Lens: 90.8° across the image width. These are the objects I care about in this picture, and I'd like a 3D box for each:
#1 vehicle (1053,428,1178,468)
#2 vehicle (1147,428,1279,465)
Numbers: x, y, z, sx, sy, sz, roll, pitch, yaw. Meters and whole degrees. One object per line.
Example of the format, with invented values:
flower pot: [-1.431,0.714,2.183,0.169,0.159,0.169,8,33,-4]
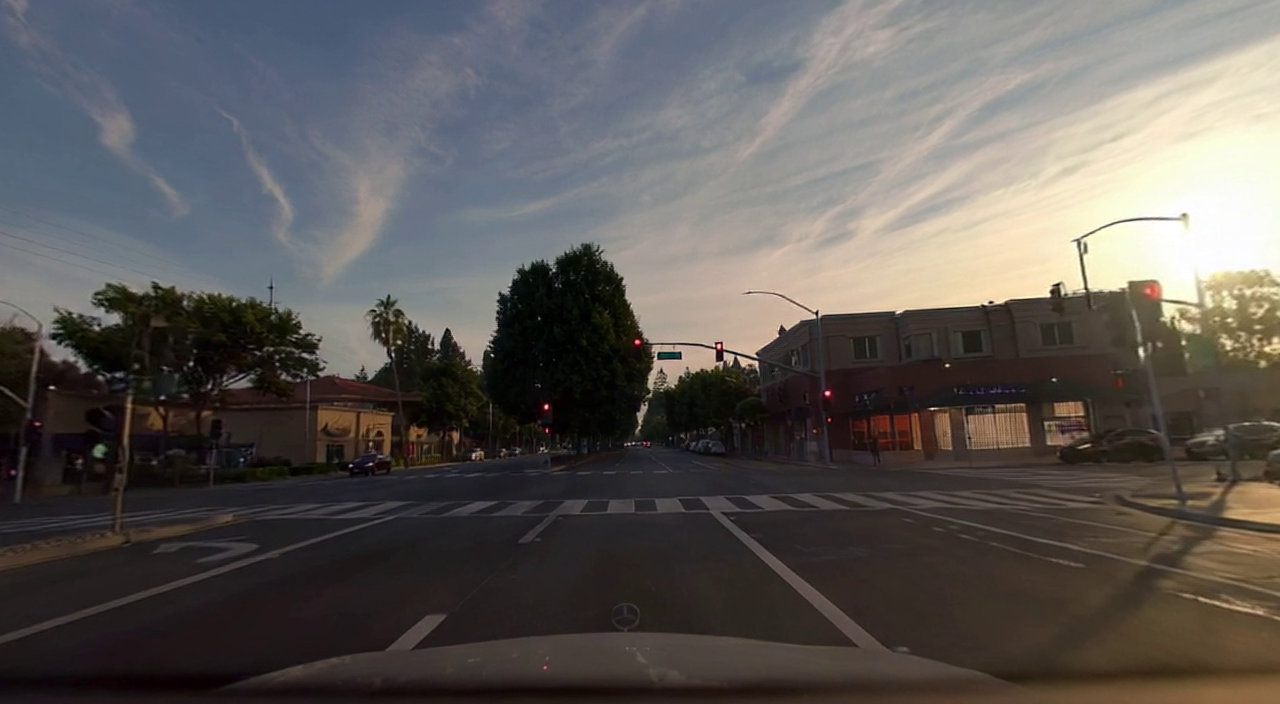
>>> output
vehicle: [22.089,4.459,29.481,4.323,1.746,1.872,0,-8,-3]
vehicle: [27.323,4.481,29.962,4.910,1.644,2.032,0,-8,-4]
